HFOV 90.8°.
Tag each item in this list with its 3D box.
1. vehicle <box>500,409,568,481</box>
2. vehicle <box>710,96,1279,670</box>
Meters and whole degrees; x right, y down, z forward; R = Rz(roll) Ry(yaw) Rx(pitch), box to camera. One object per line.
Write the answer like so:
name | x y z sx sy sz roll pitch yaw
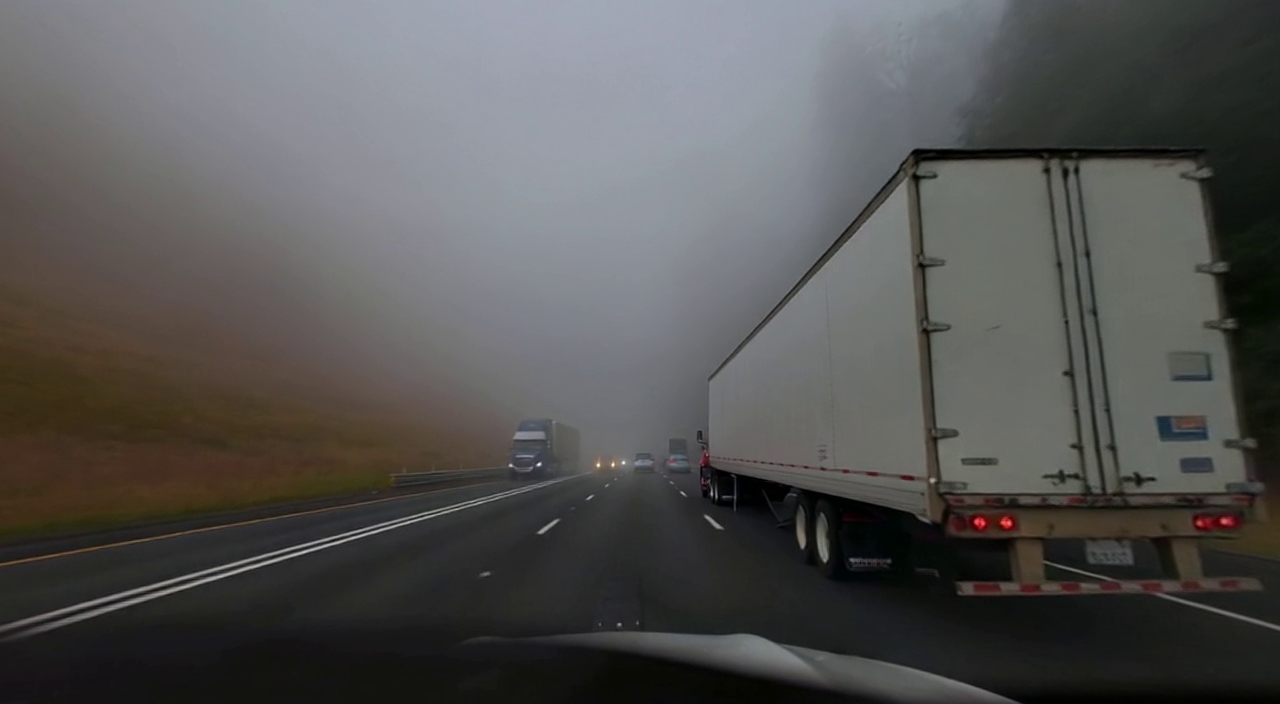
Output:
vehicle | -6.287 5.664 38.333 3.004 3.974 5.891 0 -9 1
vehicle | 3.498 1.152 11.387 2.845 4.071 14.008 0 -9 0
